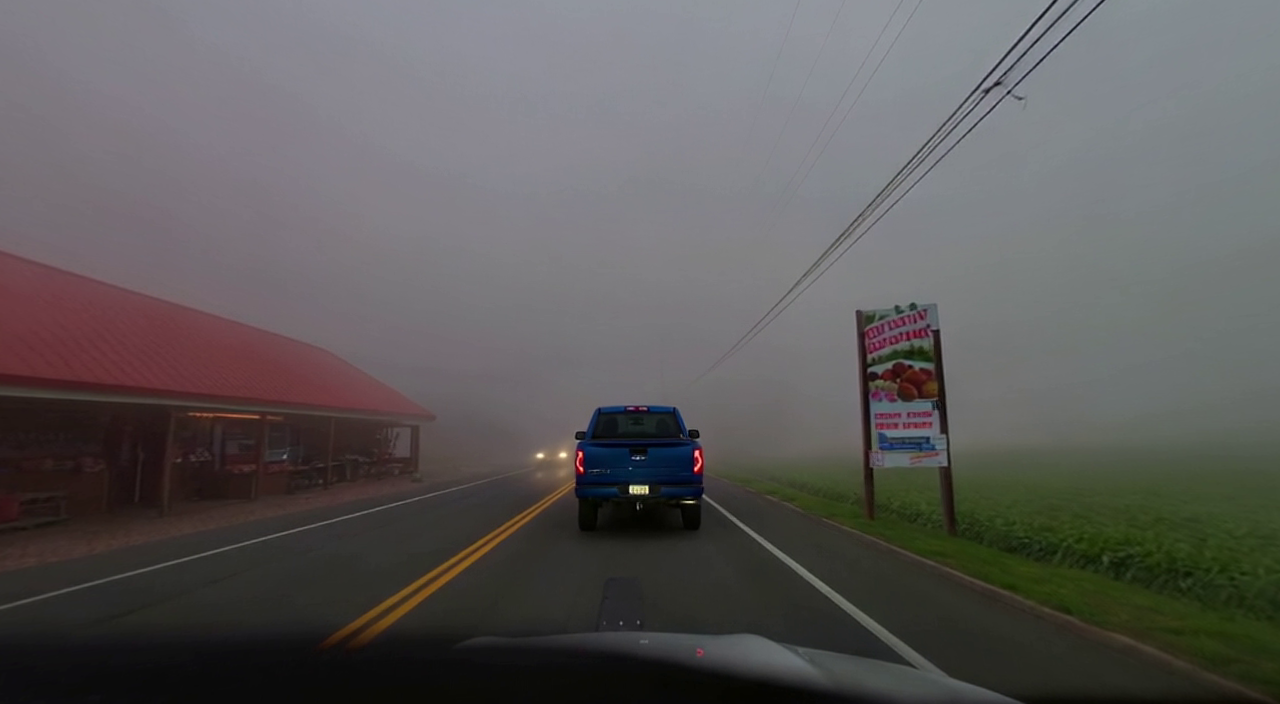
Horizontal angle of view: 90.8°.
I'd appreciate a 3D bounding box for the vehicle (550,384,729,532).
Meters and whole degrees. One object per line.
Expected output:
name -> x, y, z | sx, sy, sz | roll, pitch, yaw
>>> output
vehicle -> -0.094, 2.024, 12.550 | 2.693, 2.223, 5.885 | 0, -8, -2
